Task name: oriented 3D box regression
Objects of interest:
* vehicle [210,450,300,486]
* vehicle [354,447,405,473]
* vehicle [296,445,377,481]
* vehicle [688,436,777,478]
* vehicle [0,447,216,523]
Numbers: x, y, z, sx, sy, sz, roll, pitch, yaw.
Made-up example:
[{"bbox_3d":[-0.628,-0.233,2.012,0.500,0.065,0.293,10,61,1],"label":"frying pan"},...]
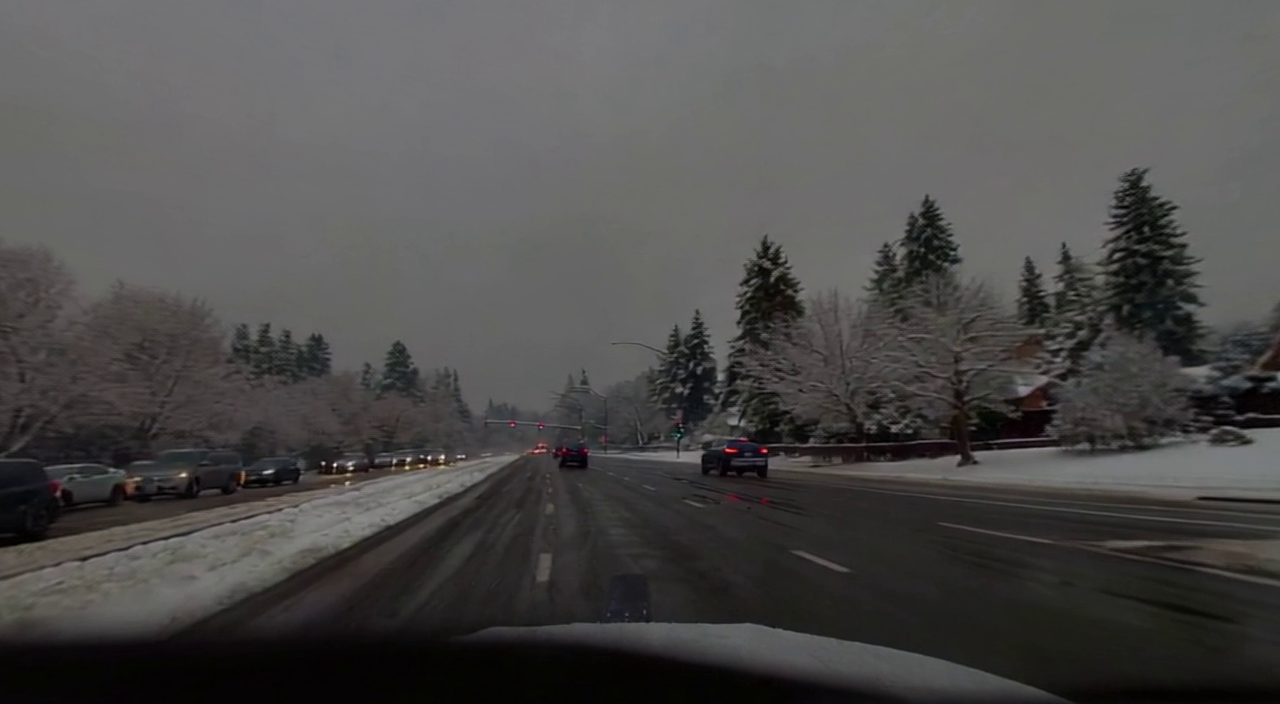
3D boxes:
[{"bbox_3d":[-17.509,5.293,28.949,1.759,1.451,4.436,-1,-9,-6],"label":"vehicle"},{"bbox_3d":[-17.033,7.027,41.388,2.185,1.442,4.180,-1,-8,-9],"label":"vehicle"},{"bbox_3d":[-14.229,5.193,29.878,2.057,1.537,4.410,1,-8,-6],"label":"vehicle"},{"bbox_3d":[4.331,5.022,30.474,2.102,1.798,4.995,3,-9,-20],"label":"vehicle"},{"bbox_3d":[-12.186,2.920,14.565,2.043,1.431,4.659,1,-8,-8],"label":"vehicle"}]
